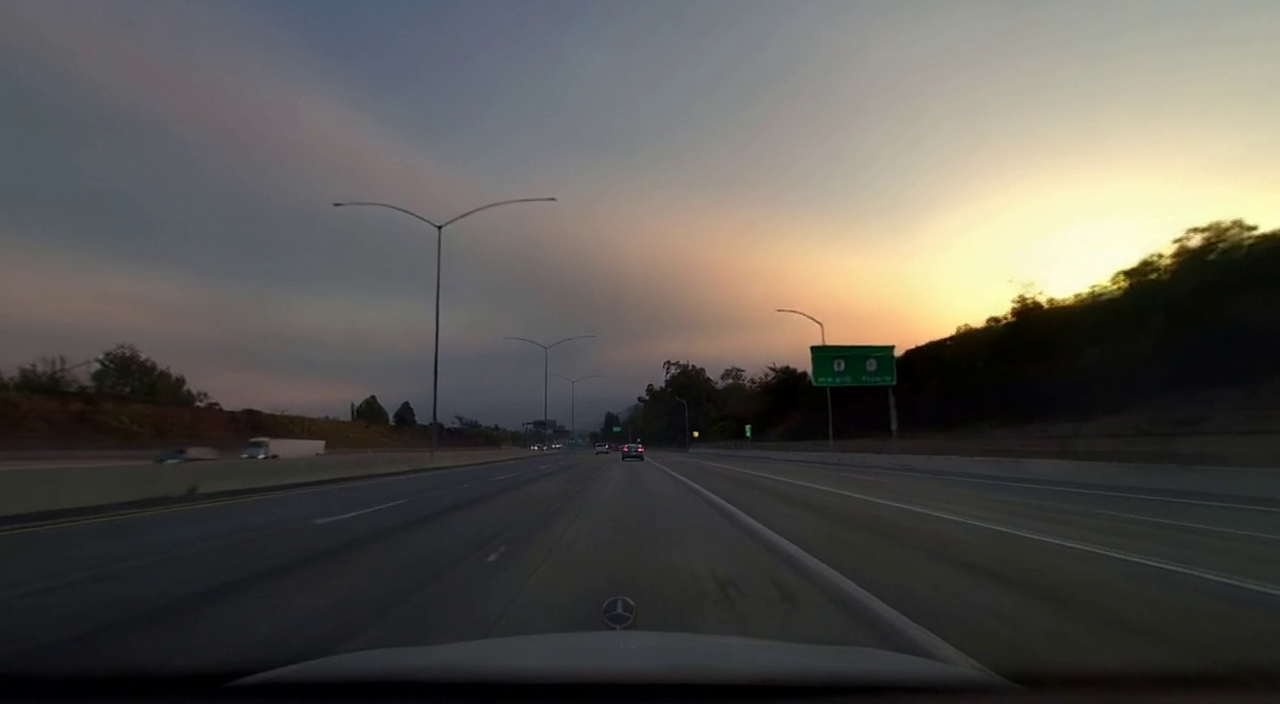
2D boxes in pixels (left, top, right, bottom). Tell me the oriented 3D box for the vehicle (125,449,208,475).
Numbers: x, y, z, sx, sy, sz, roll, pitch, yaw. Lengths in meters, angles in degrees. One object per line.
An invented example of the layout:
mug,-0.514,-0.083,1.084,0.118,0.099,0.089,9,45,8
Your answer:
vehicle,-32.048,7.438,42.983,2.005,1.638,4.730,0,-9,-1
